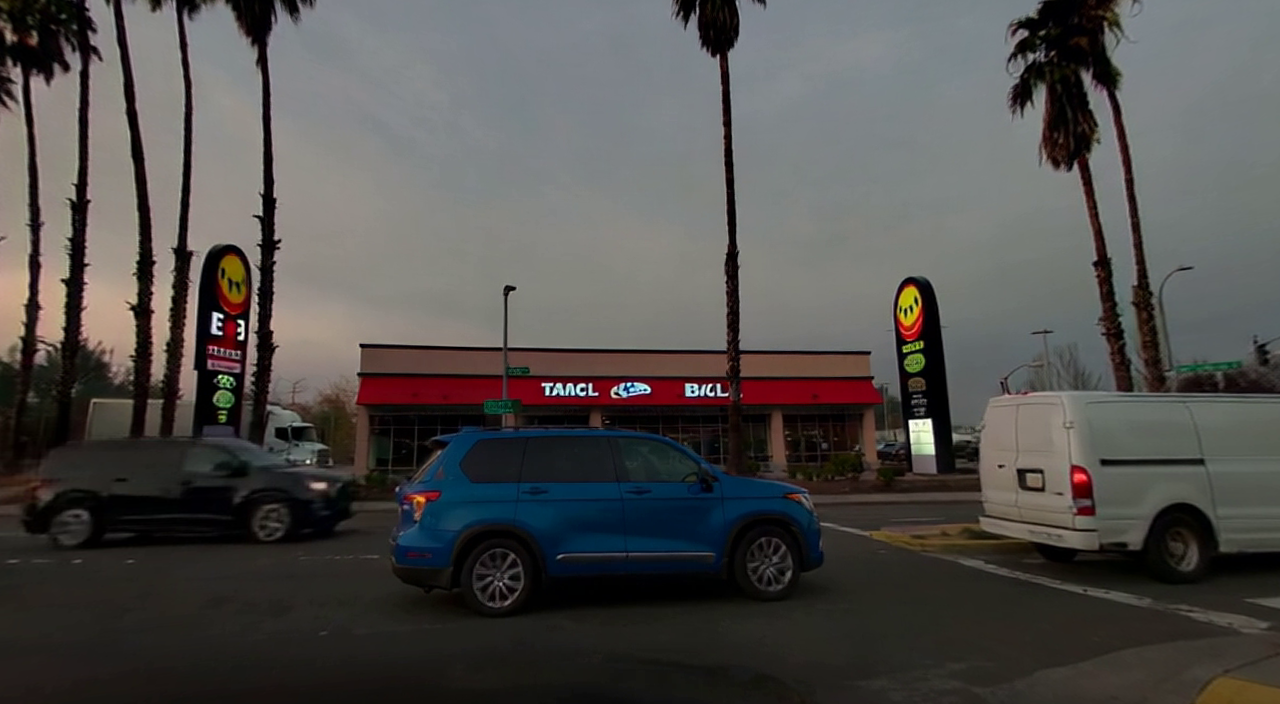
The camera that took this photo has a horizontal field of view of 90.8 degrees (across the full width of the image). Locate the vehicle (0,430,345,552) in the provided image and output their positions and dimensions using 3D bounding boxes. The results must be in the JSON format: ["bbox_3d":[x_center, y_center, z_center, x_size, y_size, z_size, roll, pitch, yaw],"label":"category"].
[{"bbox_3d":[-7.222,2.062,9.792,4.280,1.625,2.062,1,-9,-7],"label":"vehicle"}]

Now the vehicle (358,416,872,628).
[{"bbox_3d":[-0.239,1.611,6.666,4.493,1.728,2.137,1,-9,-8],"label":"vehicle"}]

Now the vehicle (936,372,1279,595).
[{"bbox_3d":[7.346,1.516,7.848,6.246,2.202,2.277,1,-9,-7],"label":"vehicle"}]
